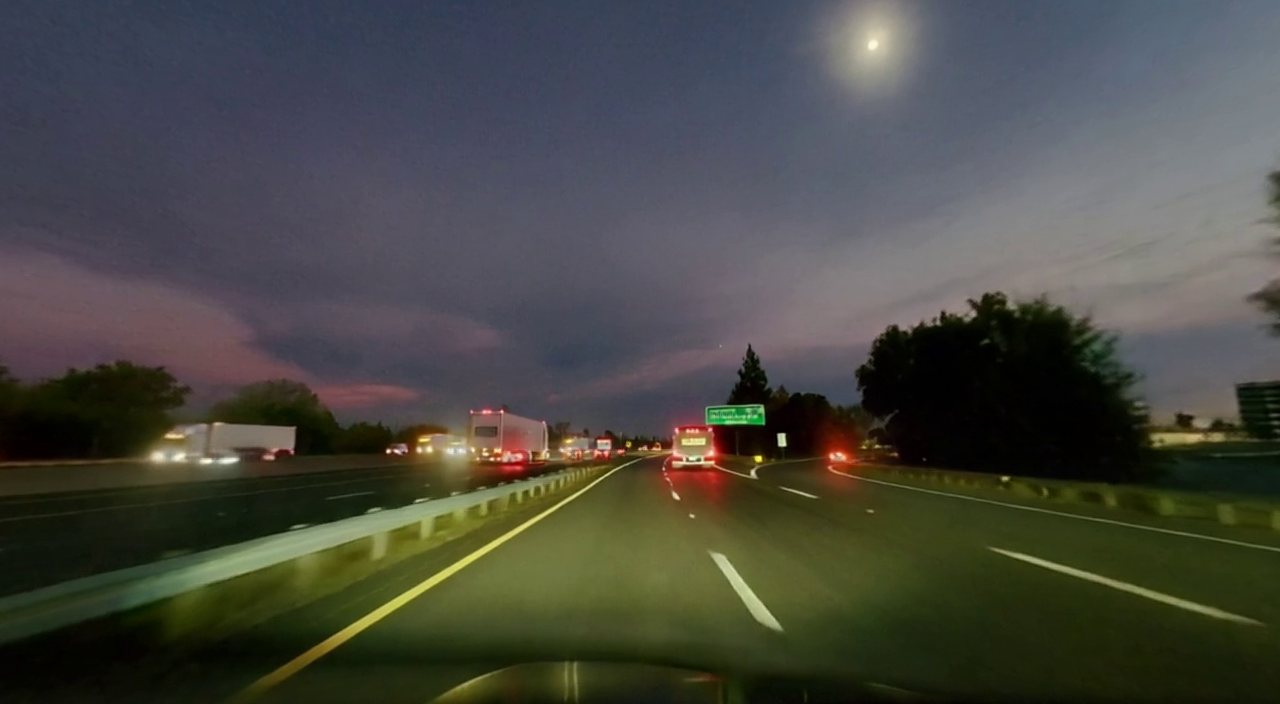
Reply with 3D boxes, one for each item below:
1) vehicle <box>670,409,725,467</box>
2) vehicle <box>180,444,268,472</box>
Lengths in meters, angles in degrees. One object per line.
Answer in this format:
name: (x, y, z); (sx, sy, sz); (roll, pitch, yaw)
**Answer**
vehicle: (3.960, 6.501, 46.753); (2.928, 3.595, 13.975); (0, -9, 1)
vehicle: (-23.734, 6.056, 36.239); (1.846, 1.509, 4.493); (-1, -9, 2)
